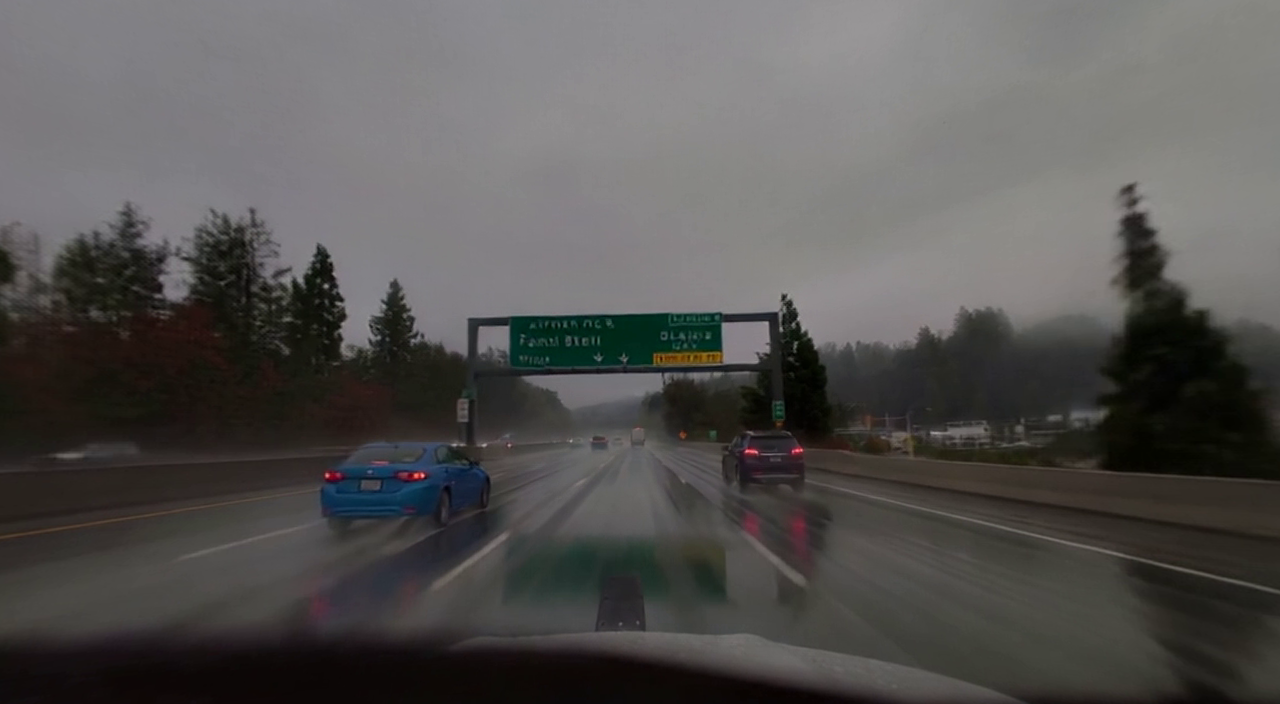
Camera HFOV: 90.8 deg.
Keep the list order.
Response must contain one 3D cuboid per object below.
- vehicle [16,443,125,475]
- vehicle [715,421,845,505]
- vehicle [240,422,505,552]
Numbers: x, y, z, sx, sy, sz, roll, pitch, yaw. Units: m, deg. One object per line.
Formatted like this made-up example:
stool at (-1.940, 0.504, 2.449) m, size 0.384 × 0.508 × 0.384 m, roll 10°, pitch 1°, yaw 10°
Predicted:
vehicle at (-32.894, 6.202, 36.730) m, size 1.946 × 1.720 × 4.746 m, roll 0°, pitch -9°, yaw -1°
vehicle at (3.139, 2.598, 15.152) m, size 2.053 × 1.714 × 4.097 m, roll 0°, pitch -9°, yaw -1°
vehicle at (-3.808, 2.030, 10.263) m, size 2.118 × 1.573 × 4.940 m, roll 0°, pitch -9°, yaw 0°
